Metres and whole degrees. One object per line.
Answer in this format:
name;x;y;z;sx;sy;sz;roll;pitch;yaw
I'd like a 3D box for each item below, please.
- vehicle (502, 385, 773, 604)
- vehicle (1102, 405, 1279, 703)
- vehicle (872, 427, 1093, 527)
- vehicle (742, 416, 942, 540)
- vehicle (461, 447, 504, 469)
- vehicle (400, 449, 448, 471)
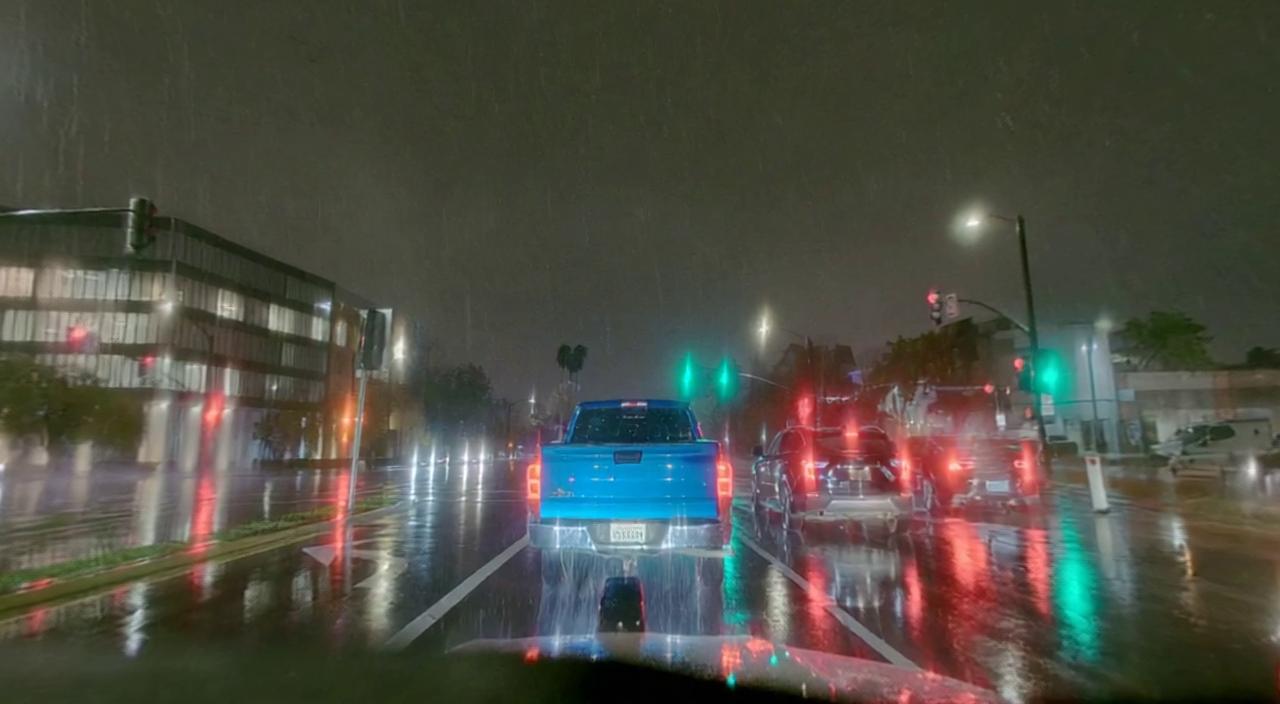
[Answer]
vehicle;-0.118;1.570;7.870;2.344;1.883;4.572;0;-8;-3
vehicle;3.253;0.708;0.764;2.057;1.463;4.365;0;-8;0
vehicle;6.545;2.410;12.802;2.002;1.651;4.305;0;-8;-1
vehicle;3.231;2.119;11.250;2.013;1.742;4.424;0;-8;-1
vehicle;-11.741;7.917;47.388;1.989;1.459;4.667;0;-8;1
vehicle;-15.828;7.904;46.557;1.915;1.491;4.347;0;-8;1
